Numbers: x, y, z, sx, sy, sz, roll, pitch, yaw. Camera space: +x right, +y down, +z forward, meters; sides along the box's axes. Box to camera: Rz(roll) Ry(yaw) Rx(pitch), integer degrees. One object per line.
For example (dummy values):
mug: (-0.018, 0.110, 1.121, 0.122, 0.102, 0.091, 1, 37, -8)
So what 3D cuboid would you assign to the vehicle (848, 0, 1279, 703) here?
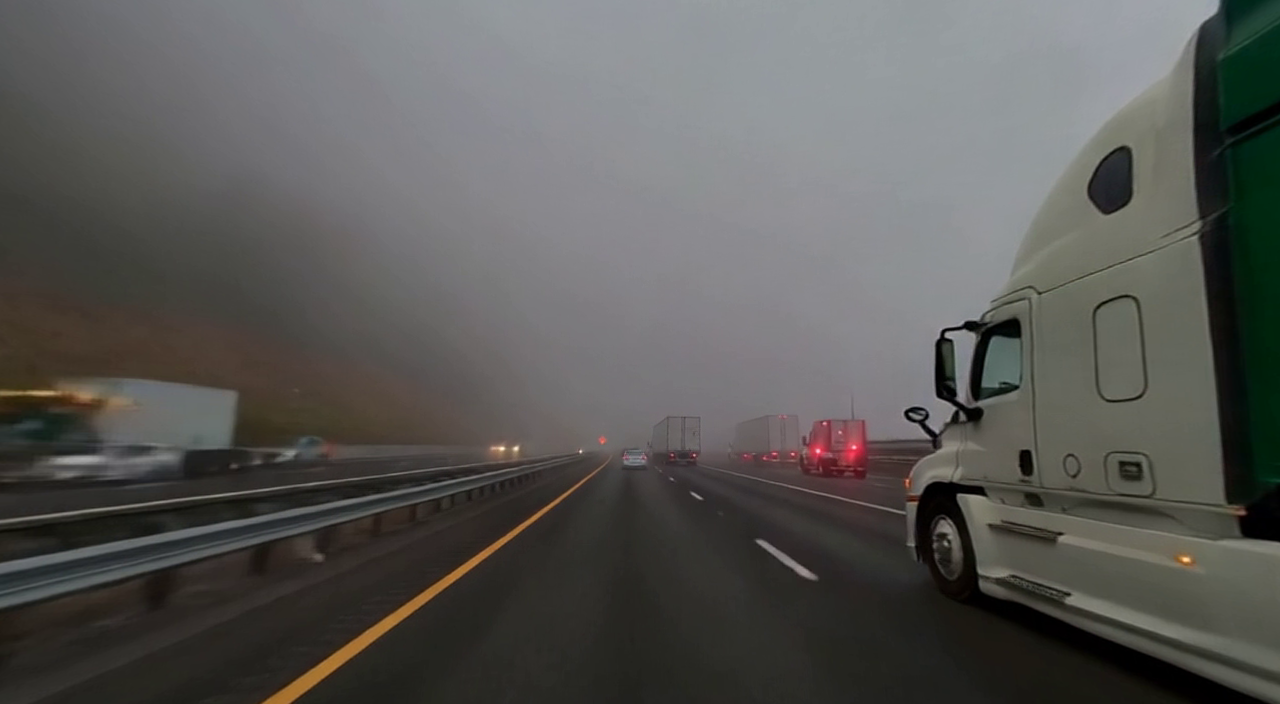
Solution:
vehicle: (3.640, 0.004, 3.166, 2.990, 3.934, 6.180, 0, -9, 0)

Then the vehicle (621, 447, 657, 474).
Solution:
vehicle: (-0.107, 6.108, 35.671, 1.927, 1.437, 3.794, 0, -9, -1)

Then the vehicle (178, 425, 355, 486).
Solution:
vehicle: (-12.630, 3.603, 22.102, 2.289, 1.820, 6.451, 0, -9, 0)

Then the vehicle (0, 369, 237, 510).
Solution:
vehicle: (-12.529, 2.072, 14.745, 2.278, 2.621, 5.863, 0, -9, 0)
